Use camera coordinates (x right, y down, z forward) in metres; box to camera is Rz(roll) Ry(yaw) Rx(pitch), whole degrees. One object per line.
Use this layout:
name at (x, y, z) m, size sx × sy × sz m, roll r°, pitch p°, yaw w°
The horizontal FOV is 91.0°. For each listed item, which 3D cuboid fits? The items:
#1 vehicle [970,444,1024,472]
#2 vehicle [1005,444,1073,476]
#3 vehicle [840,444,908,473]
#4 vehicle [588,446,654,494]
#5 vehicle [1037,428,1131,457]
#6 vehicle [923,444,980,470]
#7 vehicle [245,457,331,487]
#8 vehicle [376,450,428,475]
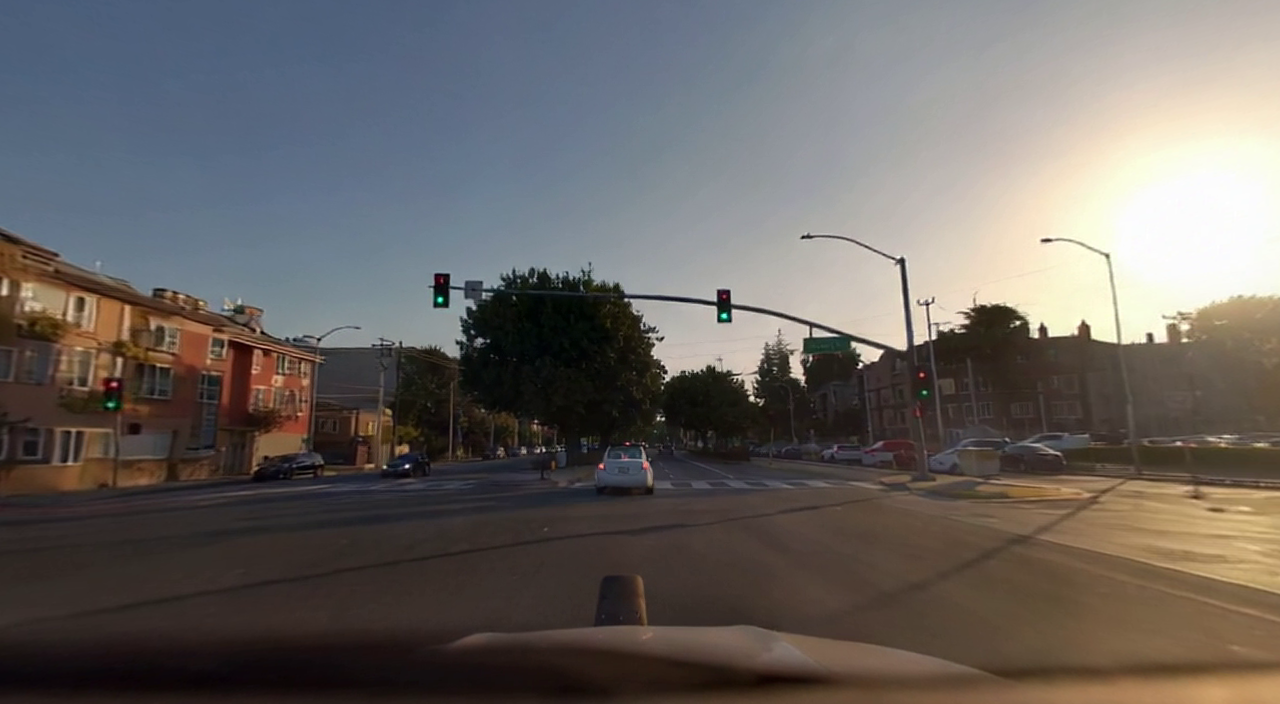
vehicle at (19.862, 5.862, 34.950) m, size 1.717 × 1.444 × 3.788 m, roll -8°, pitch -11°, yaw 41°
vehicle at (19.789, 5.301, 31.115) m, size 1.932 × 1.430 × 4.203 m, roll -8°, pitch -12°, yaw 43°
vehicle at (12.709, 5.798, 34.503) m, size 1.849 × 1.429 × 4.335 m, roll 0°, pitch -9°, yaw -3°
vehicle at (-0.599, 3.893, 21.218) m, size 2.010 × 1.447 × 4.121 m, roll 0°, pitch -9°, yaw 0°
vehicle at (31.087, 6.391, 44.158) m, size 5.079 × 1.893 × 2.254 m, roll 2°, pitch -11°, yaw -9°
vehicle at (18.980, 6.356, 38.294) m, size 1.900 × 1.490 × 4.238 m, roll -8°, pitch -11°, yaw 42°
vehicle at (-19.489, 6.622, 35.120) m, size 2.018 × 1.468 × 4.768 m, roll 0°, pitch -9°, yaw 0°
vehicle at (-15.985, 7.443, 42.436) m, size 1.947 × 1.564 × 3.809 m, roll 0°, pitch -9°, yaw 0°
